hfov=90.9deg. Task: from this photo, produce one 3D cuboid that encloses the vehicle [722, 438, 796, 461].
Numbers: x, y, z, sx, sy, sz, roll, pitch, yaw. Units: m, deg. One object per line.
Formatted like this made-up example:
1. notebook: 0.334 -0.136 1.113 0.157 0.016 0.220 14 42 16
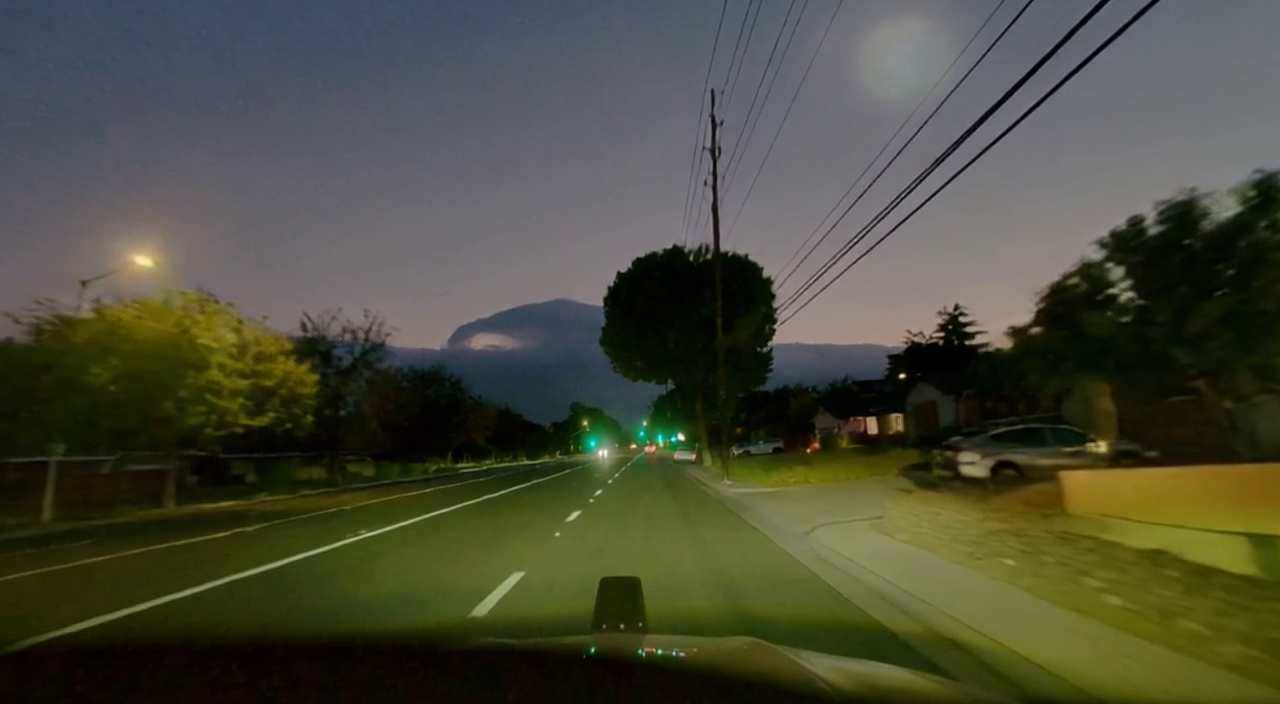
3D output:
1. vehicle: 8.192 6.765 43.737 4.719 1.556 1.869 0 -9 0
